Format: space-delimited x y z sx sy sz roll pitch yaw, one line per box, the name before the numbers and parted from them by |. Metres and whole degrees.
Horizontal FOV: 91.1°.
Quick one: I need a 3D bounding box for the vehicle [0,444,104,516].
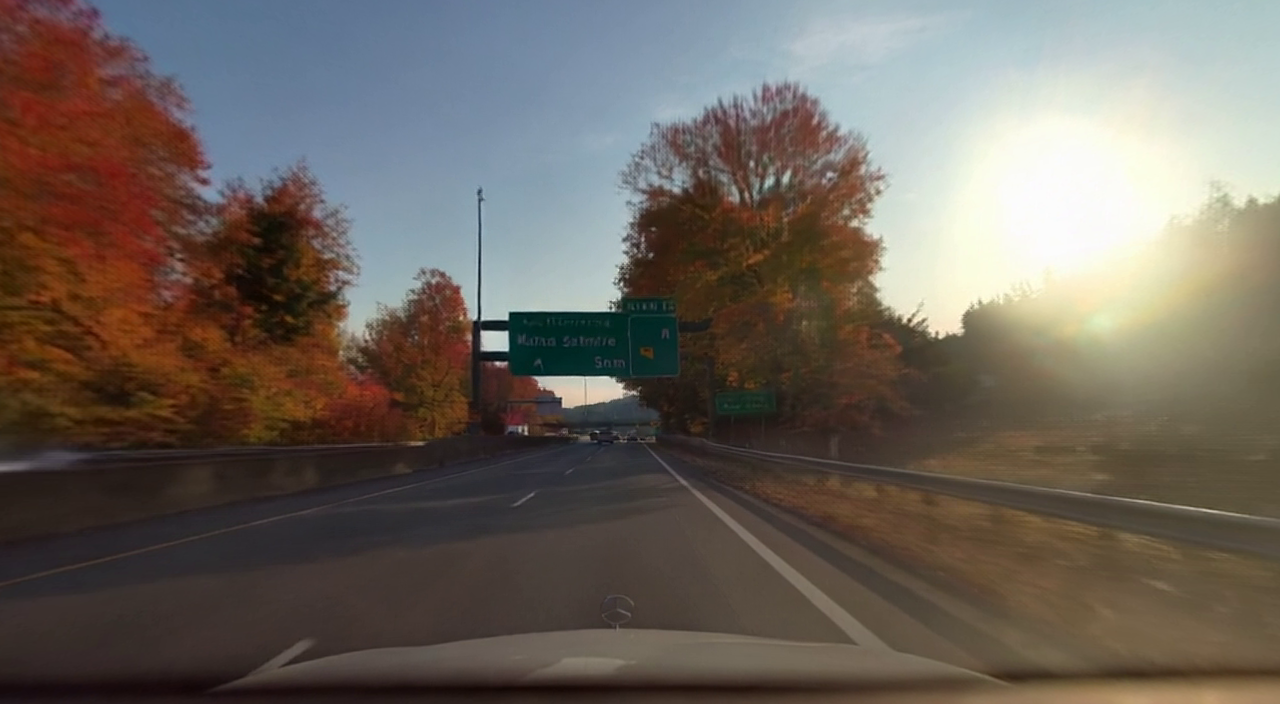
vehicle | -14.876 2.750 13.461 2.276 1.502 5.178 0 -8 -1
